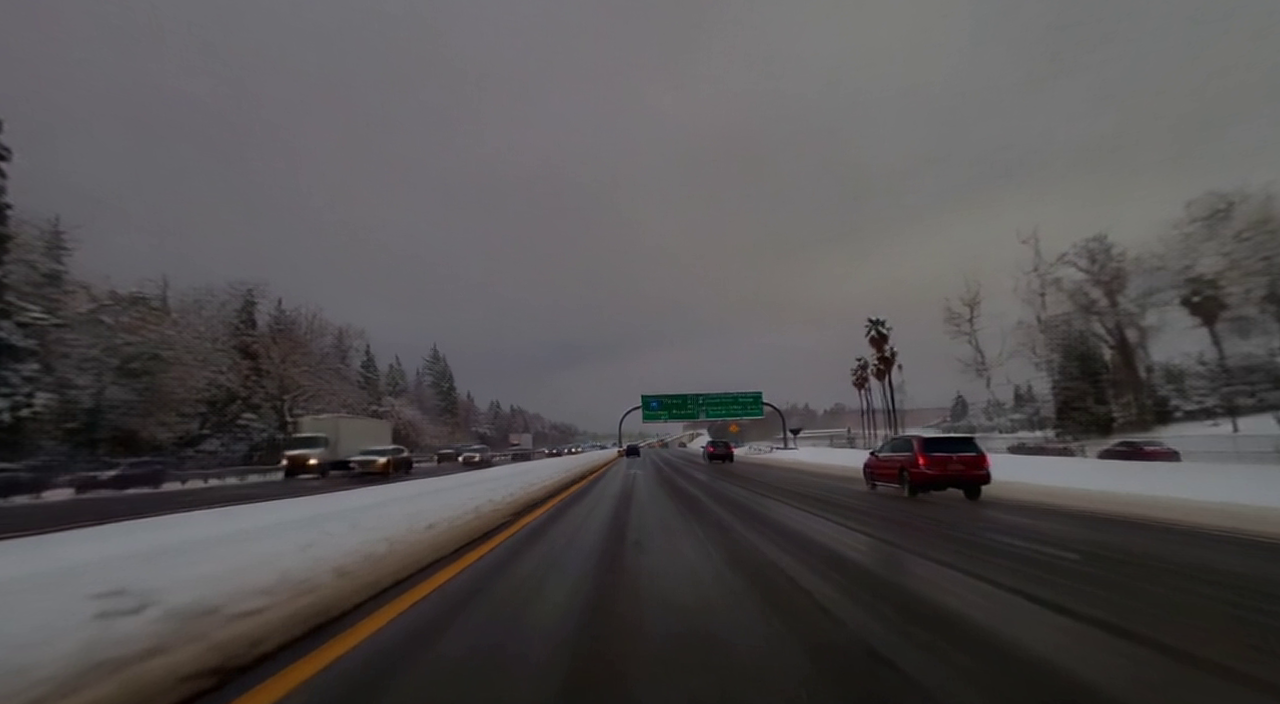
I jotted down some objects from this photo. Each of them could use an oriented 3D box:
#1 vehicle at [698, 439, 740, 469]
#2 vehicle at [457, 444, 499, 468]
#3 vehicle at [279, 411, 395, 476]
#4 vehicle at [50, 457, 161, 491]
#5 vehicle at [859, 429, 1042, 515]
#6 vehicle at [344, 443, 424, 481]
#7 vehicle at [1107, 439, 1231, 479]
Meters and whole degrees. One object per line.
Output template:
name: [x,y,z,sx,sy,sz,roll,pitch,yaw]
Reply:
vehicle: [4.763,6.210,38.510,2.035,1.704,3.867,0,-8,0]
vehicle: [-12.151,7.849,47.565,1.960,1.681,4.480,0,-8,0]
vehicle: [-19.898,6.148,42.272,2.957,3.852,9.397,0,-8,1]
vehicle: [-27.225,6.206,32.287,1.831,1.472,4.368,0,-8,0]
vehicle: [6.761,2.647,14.386,1.902,1.623,4.360,0,-8,-1]
vehicle: [-12.462,5.363,30.973,2.053,1.689,4.406,0,-8,0]
vehicle: [24.105,4.877,28.948,1.887,1.642,4.592,0,-8,3]
